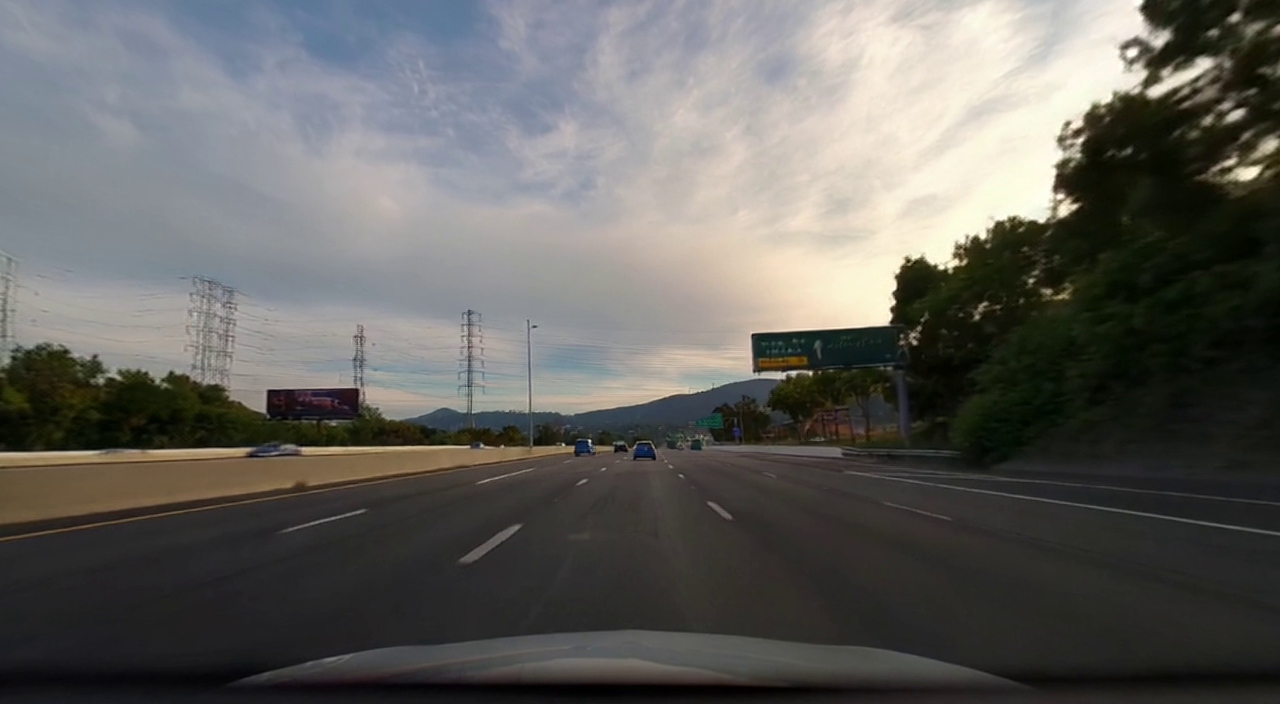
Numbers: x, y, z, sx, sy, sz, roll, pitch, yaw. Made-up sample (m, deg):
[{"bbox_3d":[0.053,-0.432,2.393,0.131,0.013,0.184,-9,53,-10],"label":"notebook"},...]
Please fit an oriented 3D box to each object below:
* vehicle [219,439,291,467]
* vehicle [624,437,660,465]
[{"bbox_3d":[-23.183,6.097,38.182,1.890,1.580,3.831,0,-9,1],"label":"vehicle"},{"bbox_3d":[0.114,6.009,38.481,2.074,1.574,3.971,-1,-8,0],"label":"vehicle"}]
